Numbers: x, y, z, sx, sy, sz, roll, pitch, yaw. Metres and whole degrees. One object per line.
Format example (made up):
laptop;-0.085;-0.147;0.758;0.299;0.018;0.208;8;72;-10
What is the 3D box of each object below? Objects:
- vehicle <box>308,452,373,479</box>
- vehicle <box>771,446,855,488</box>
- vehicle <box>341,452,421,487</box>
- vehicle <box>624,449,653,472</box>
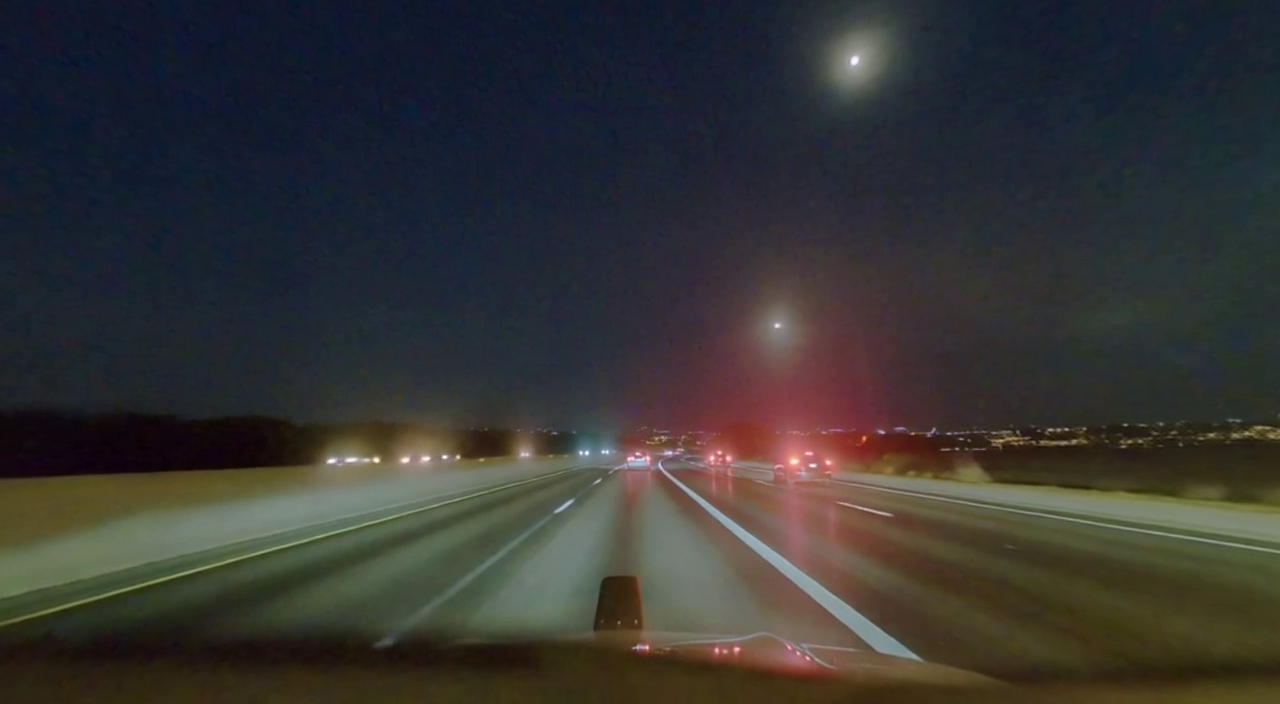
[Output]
vehicle;-18.209;6.905;38.343;1.873;1.493;4.102;-1;-9;1
vehicle;6.850;4.592;25.421;2.008;1.533;4.592;0;-9;-1
vehicle;-12.149;5.500;29.722;1.907;1.488;4.443;0;-9;0
vehicle;-0.104;7.874;45.663;2.025;1.526;4.181;0;-9;0
